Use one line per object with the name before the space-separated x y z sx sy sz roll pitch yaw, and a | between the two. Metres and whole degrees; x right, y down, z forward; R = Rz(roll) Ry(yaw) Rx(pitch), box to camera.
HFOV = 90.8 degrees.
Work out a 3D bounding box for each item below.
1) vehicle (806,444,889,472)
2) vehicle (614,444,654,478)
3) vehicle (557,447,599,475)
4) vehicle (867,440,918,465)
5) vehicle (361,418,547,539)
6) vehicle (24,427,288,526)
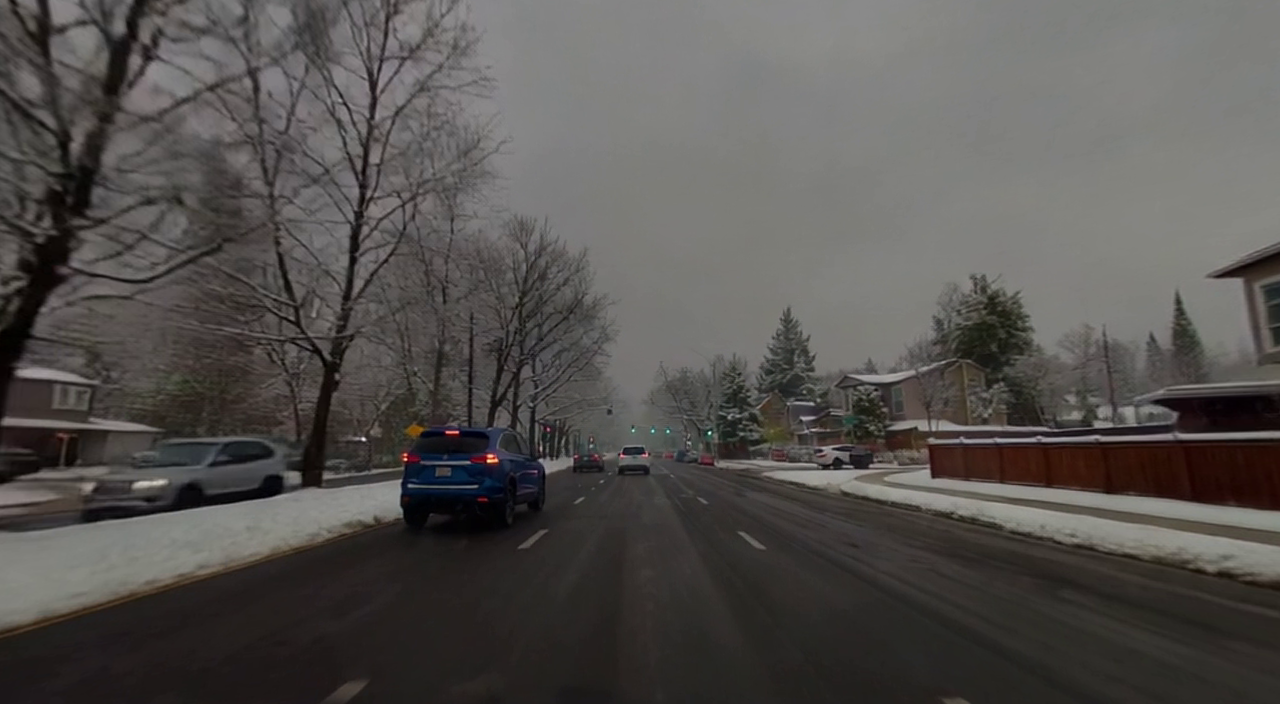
vehicle | 12.617 6.482 38.738 4.482 1.678 1.890 -1 -8 7
vehicle | -0.319 5.671 33.081 1.997 1.636 3.760 0 -8 -1
vehicle | -3.616 6.439 37.559 2.066 1.565 3.905 0 -8 0
vehicle | 18.876 7.476 47.322 1.828 1.782 3.871 1 -8 -7
vehicle | -3.362 2.398 12.686 2.161 1.919 4.798 -1 -8 1
vehicle | -11.352 2.918 15.588 2.152 1.958 5.490 0 -8 0
